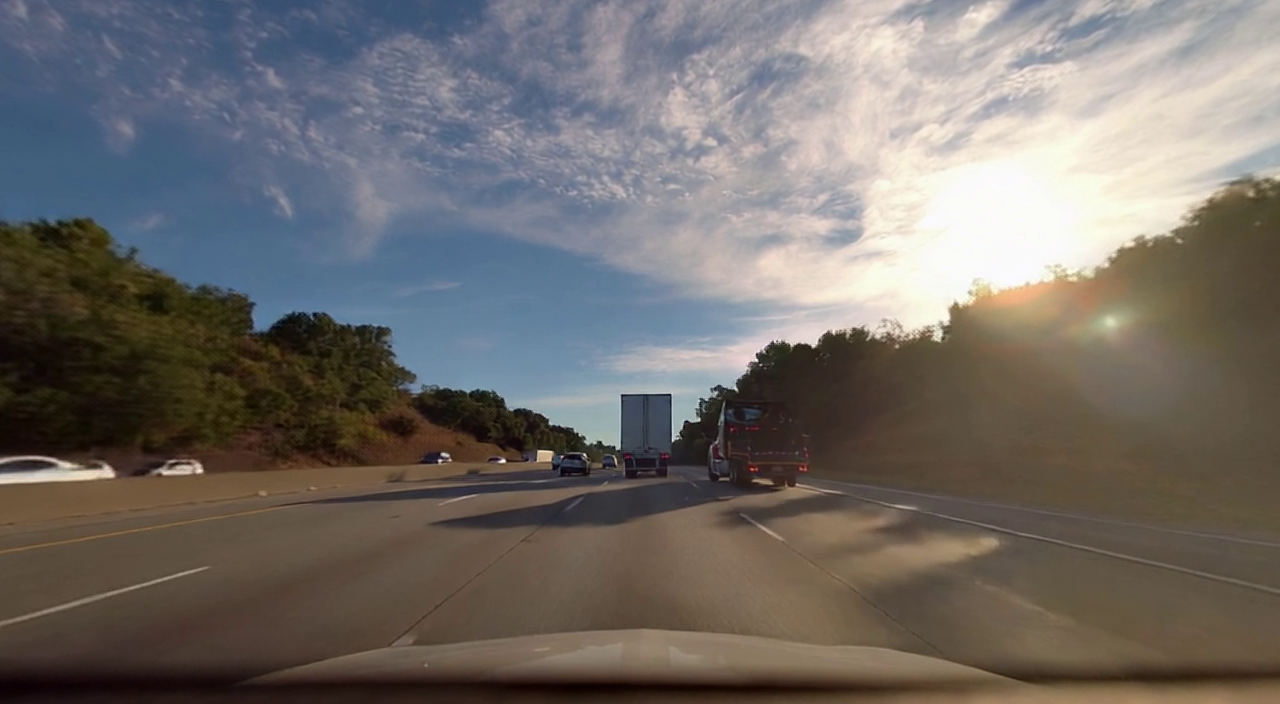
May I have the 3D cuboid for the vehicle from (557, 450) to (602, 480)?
[{"bbox_3d":[-3.342,6.303,35.452,2.061,1.555,3.900,0,-9,1],"label":"vehicle"}]

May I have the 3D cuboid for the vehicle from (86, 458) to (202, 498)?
[{"bbox_3d":[-26.023,6.595,33.370,1.852,1.874,5.286,0,-9,0],"label":"vehicle"}]

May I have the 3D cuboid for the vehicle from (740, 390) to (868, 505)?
[{"bbox_3d":[4.482,2.721,18.052,2.565,2.902,3.798,0,-9,0],"label":"vehicle"}]

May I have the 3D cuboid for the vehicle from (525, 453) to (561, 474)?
[{"bbox_3d":[-7.016,8.130,46.102,1.926,1.482,3.959,0,-9,1],"label":"vehicle"}]

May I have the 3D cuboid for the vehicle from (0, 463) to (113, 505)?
[{"bbox_3d":[-26.009,5.693,27.508,1.867,1.580,4.704,0,-9,0],"label":"vehicle"}]

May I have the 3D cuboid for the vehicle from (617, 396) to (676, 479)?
[{"bbox_3d":[0.285,5.147,37.117,2.875,4.056,12.312,0,-9,0],"label":"vehicle"}]
